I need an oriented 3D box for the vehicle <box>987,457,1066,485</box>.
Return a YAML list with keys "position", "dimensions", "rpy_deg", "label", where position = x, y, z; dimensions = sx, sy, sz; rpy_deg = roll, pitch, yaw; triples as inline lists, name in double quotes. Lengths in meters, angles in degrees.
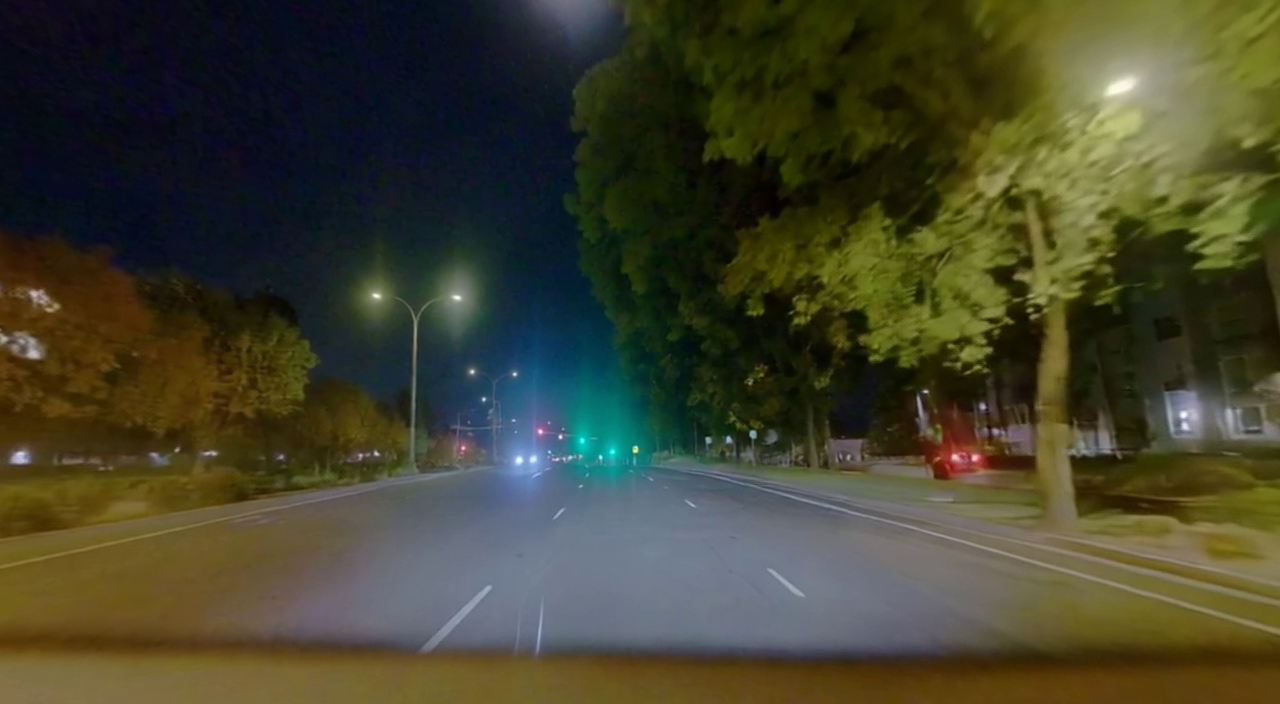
- position: [24.401, 7.506, 40.144]
  dimensions: [1.905, 1.575, 4.678]
  rpy_deg: [0, -9, -3]
  label: "vehicle"
